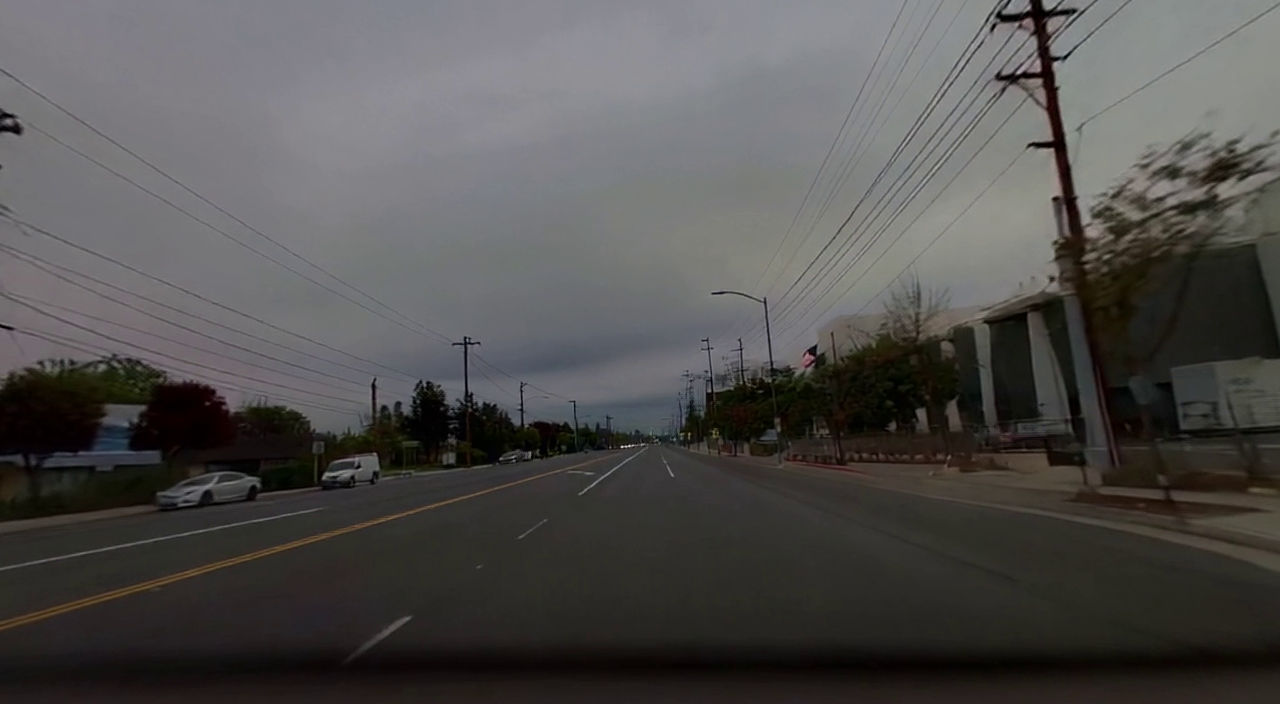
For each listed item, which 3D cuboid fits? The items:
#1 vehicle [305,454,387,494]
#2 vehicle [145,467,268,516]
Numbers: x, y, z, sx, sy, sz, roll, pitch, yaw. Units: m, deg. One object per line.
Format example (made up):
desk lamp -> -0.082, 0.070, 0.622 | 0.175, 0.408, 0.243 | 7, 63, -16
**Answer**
vehicle -> -17.564, 7.259, 38.134 | 2.228, 1.969, 5.694 | -6, -9, -1
vehicle -> -17.595, 5.650, 25.995 | 1.931, 1.501, 4.564 | -6, -9, -1
